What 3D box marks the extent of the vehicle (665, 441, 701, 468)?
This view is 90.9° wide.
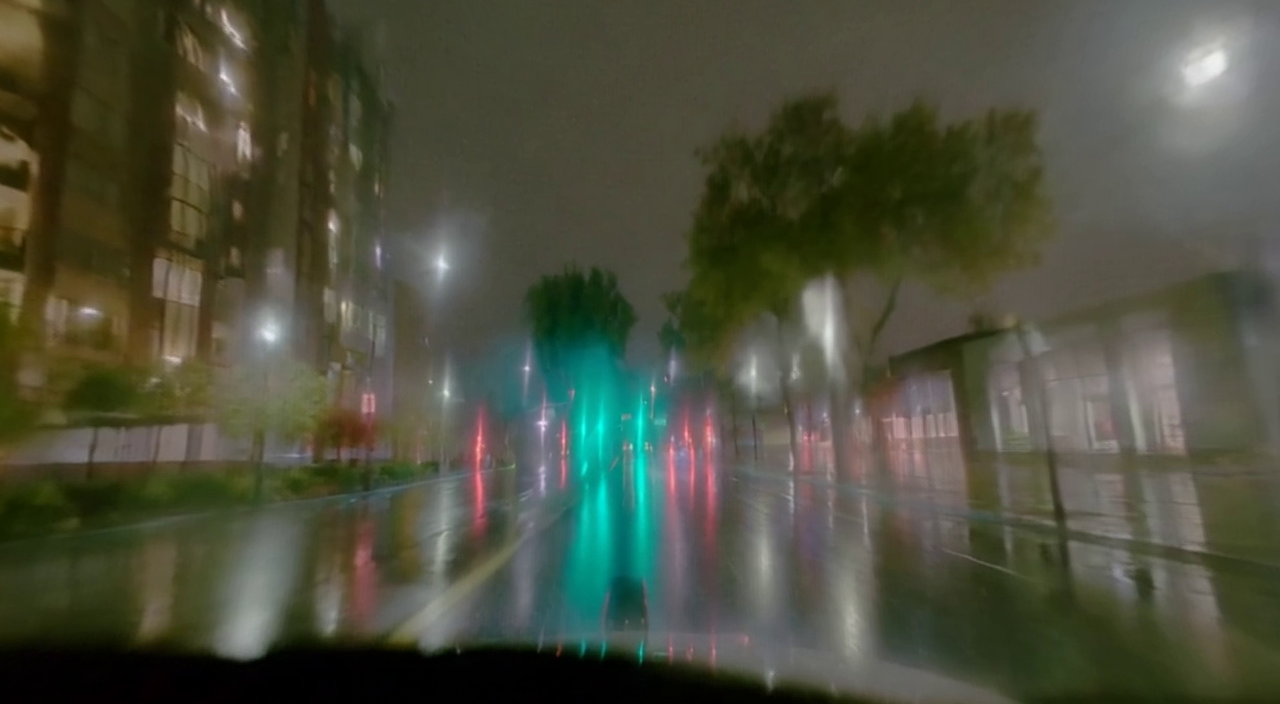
[{"bbox_3d":[2.911,7.025,43.347,2.129,1.719,4.205,0,-9,0],"label":"vehicle"}]

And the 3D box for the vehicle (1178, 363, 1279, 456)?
[{"bbox_3d":[18.136,1.608,16.721,5.640,2.310,2.101,1,-5,4],"label":"vehicle"}]
